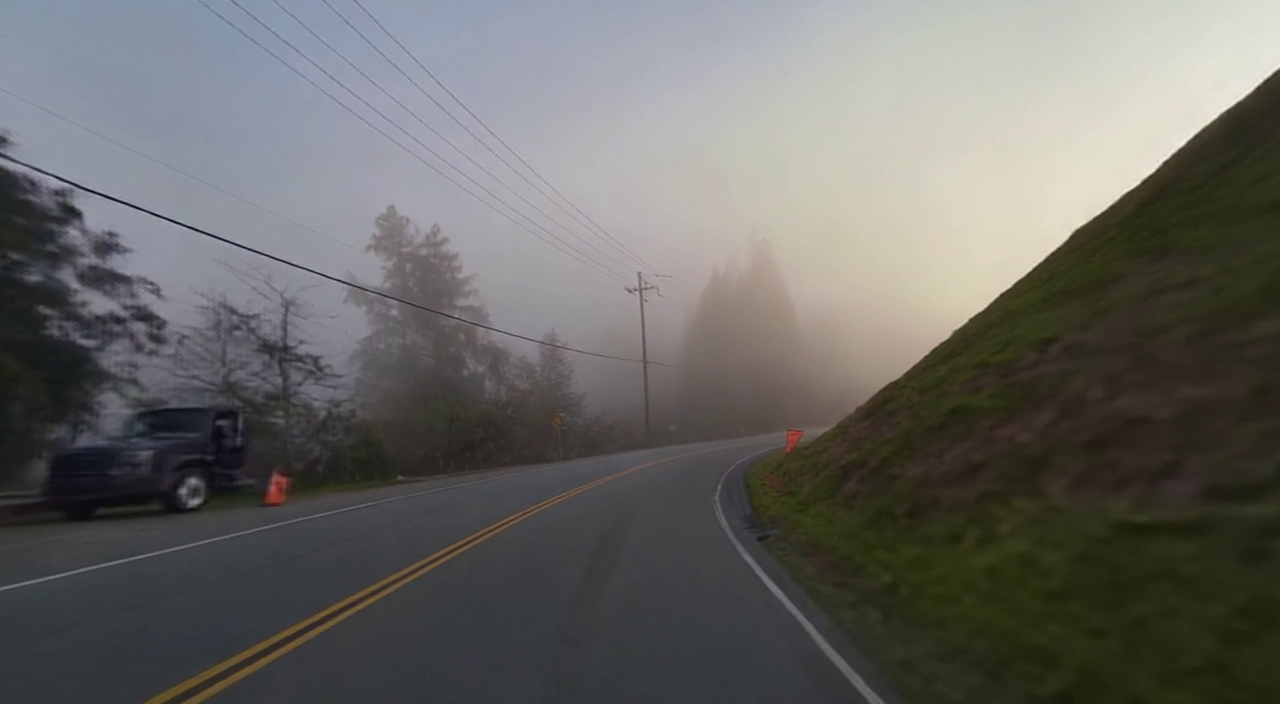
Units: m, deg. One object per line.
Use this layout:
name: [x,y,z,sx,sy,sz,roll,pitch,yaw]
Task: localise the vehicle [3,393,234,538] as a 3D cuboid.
vehicle: [-12.518,2.736,15.465,3.012,2.802,3.057,-9,-10,7]
